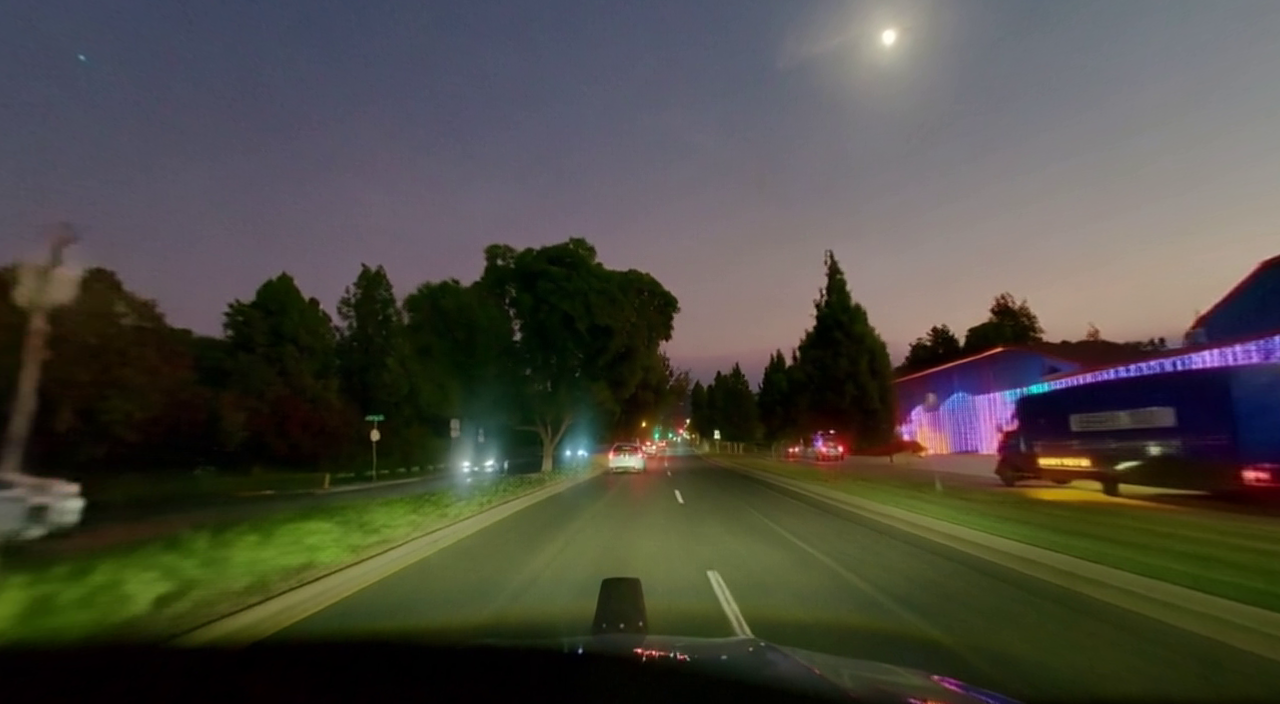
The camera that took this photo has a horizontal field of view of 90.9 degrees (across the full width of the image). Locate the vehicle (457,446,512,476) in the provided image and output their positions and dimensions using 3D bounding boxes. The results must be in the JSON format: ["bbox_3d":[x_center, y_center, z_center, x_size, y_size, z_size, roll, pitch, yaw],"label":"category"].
[{"bbox_3d":[-8.973,6.311,36.684,1.908,1.616,3.988,0,-8,4],"label":"vehicle"}]

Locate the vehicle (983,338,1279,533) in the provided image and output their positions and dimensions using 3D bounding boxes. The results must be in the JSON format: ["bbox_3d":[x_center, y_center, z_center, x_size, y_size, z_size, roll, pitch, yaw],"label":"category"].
[{"bbox_3d":[13.757,2.238,17.404,2.794,3.710,10.785,-3,-8,2],"label":"vehicle"}]

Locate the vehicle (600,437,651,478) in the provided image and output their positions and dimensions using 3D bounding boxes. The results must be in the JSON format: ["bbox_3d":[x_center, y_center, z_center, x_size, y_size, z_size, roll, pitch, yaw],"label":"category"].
[{"bbox_3d":[-0.584,4.833,29.171,2.129,1.713,4.314,0,-8,2],"label":"vehicle"}]
